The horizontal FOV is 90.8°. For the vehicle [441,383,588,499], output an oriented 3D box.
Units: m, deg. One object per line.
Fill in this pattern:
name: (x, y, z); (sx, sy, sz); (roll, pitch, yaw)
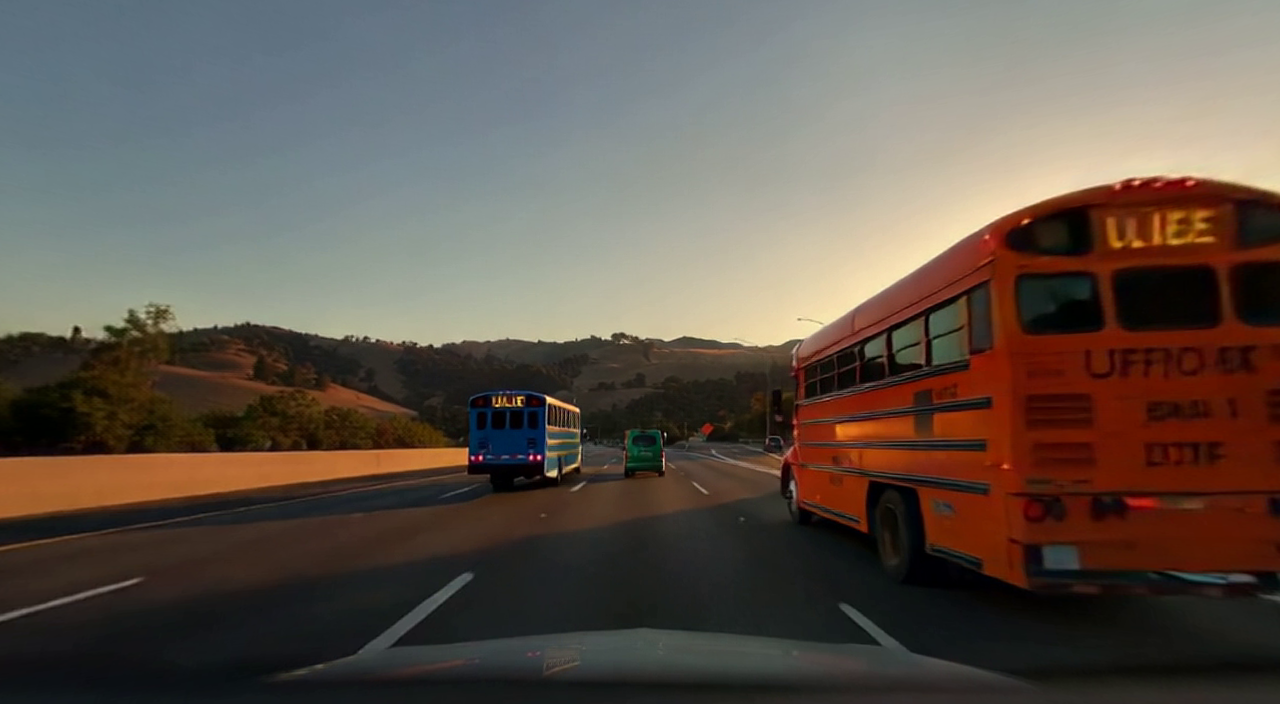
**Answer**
vehicle: (-3.605, 2.896, 20.567); (2.947, 3.009, 7.991); (-1, -8, 1)

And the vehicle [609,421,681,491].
vehicle: (0.113, 3.243, 19.964); (2.037, 1.929, 4.343); (0, -8, -1)

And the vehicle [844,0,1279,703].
vehicle: (4.209, -0.397, 1.468); (3.006, 4.101, 13.245); (0, -8, 0)
